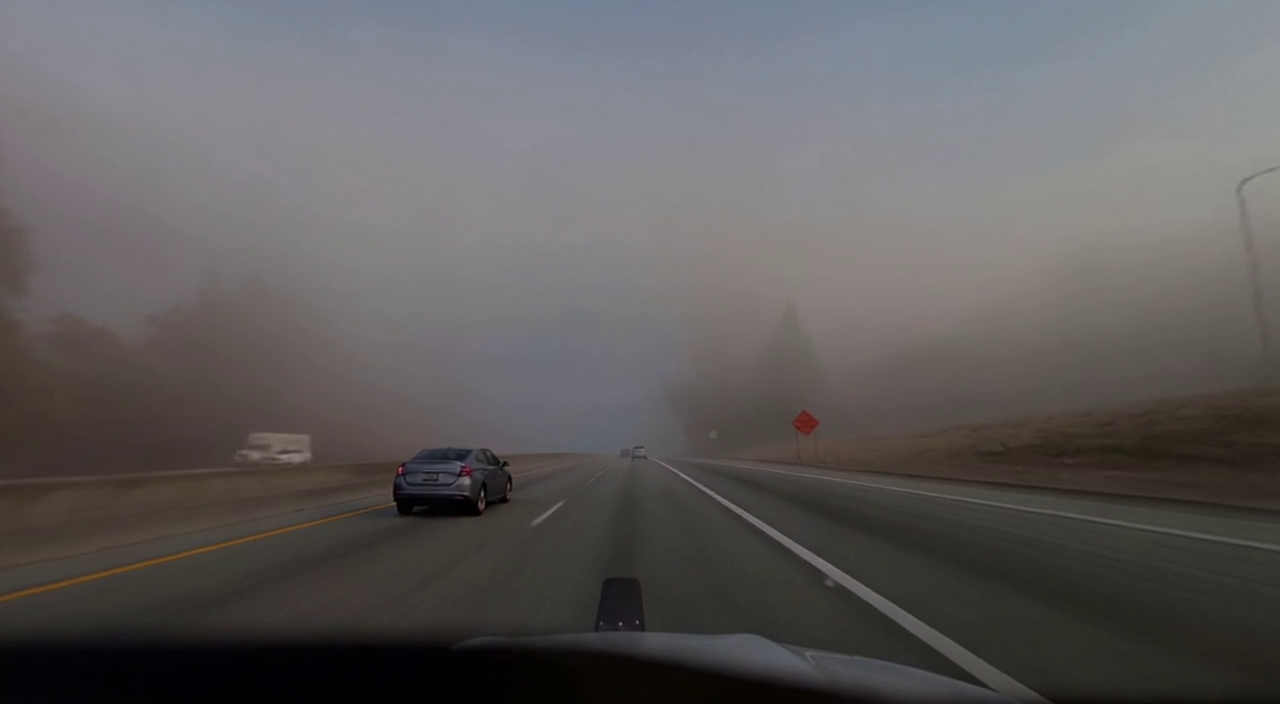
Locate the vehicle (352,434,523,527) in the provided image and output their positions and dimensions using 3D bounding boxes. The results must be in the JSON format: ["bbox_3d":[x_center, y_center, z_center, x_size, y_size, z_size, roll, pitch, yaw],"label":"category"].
[{"bbox_3d":[-3.819,2.490,12.853,2.050,1.547,4.266,0,-8,0],"label":"vehicle"}]

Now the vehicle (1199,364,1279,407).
[{"bbox_3d":[31.389,1.717,31.817,2.014,1.774,4.550,1,-9,-5],"label":"vehicle"}]

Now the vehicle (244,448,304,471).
[{"bbox_3d":[-28.447,8.346,49.268,1.895,1.645,4.647,0,-8,0],"label":"vehicle"}]
